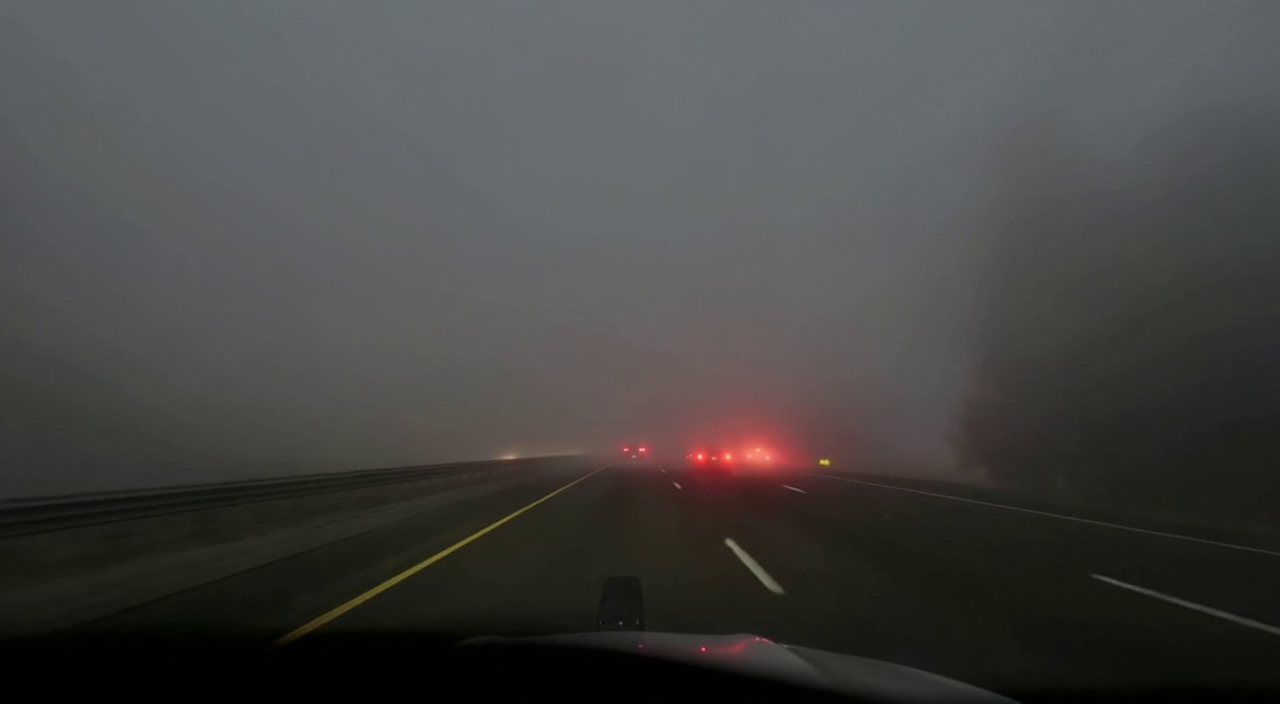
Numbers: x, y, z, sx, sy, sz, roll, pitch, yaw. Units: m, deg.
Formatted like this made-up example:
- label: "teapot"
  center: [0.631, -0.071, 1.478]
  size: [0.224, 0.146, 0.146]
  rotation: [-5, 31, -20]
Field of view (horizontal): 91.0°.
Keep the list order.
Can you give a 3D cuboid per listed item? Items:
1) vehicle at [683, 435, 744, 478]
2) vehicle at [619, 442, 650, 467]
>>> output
- label: "vehicle"
  center: [3.326, 4.874, 29.495]
  size: [2.269, 1.839, 4.554]
  rotation: [0, -9, -1]
- label: "vehicle"
  center: [-0.373, 7.399, 45.641]
  size: [2.142, 1.664, 4.076]
  rotation: [0, -9, 1]
